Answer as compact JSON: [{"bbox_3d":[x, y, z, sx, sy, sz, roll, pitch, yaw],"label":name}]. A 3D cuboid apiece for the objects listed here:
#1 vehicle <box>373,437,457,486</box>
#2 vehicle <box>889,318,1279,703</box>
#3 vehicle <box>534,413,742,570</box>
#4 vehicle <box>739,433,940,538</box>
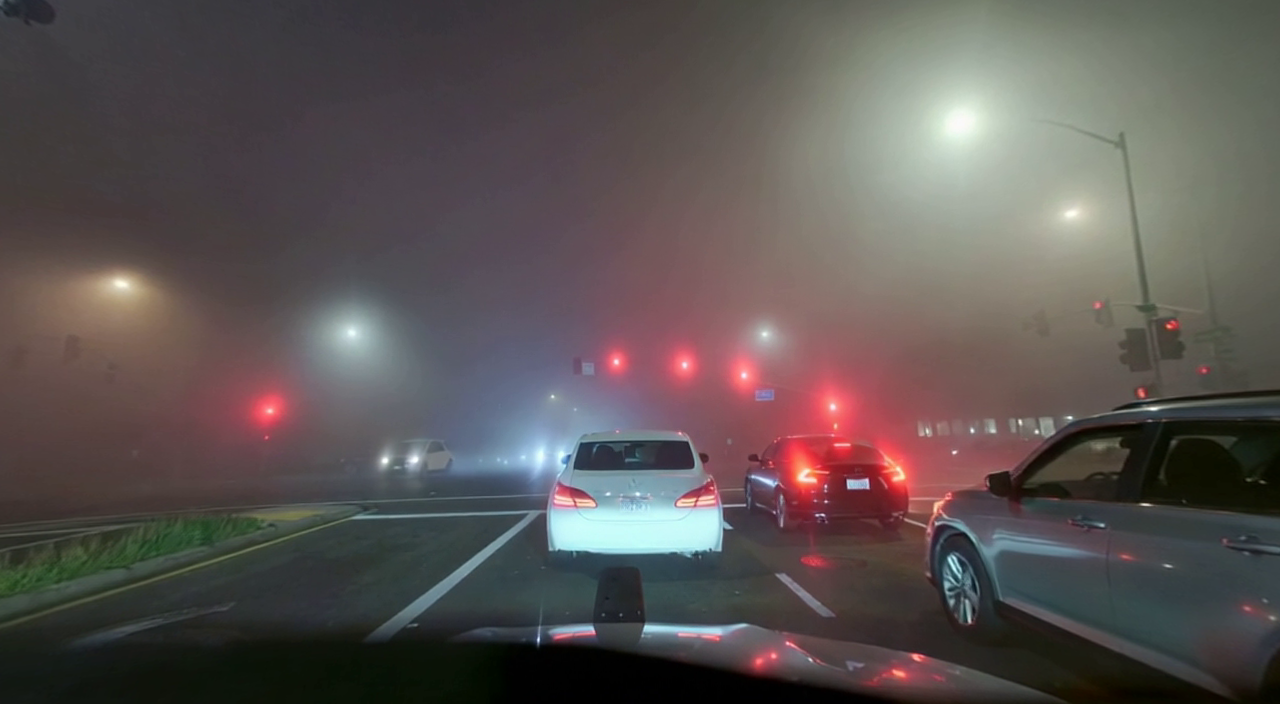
[{"bbox_3d":[-9.484,4.527,26.446,2.021,1.837,4.448,6,-11,-36],"label":"vehicle"},{"bbox_3d":[3.007,0.860,2.649,2.103,1.701,4.294,0,-8,-1],"label":"vehicle"},{"bbox_3d":[-0.069,1.775,8.742,2.188,1.637,4.027,0,-8,-2],"label":"vehicle"},{"bbox_3d":[3.153,2.202,11.125,2.001,1.463,4.398,0,-8,-2],"label":"vehicle"}]
